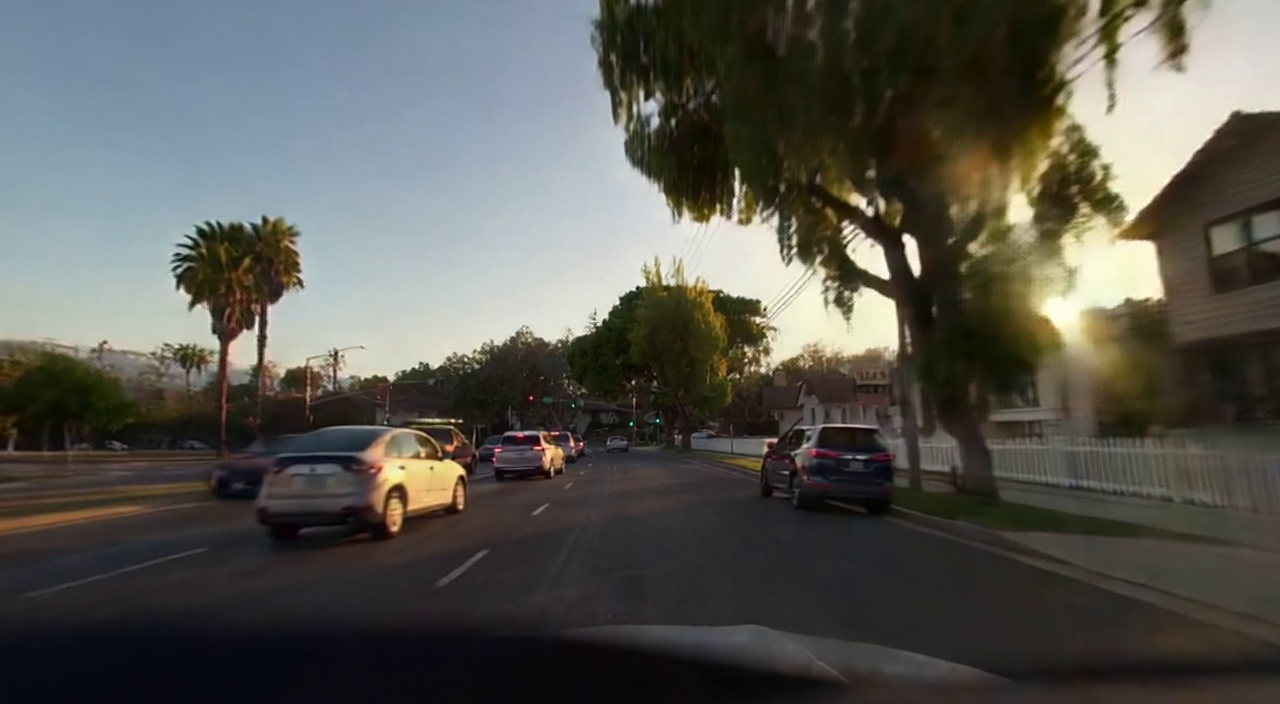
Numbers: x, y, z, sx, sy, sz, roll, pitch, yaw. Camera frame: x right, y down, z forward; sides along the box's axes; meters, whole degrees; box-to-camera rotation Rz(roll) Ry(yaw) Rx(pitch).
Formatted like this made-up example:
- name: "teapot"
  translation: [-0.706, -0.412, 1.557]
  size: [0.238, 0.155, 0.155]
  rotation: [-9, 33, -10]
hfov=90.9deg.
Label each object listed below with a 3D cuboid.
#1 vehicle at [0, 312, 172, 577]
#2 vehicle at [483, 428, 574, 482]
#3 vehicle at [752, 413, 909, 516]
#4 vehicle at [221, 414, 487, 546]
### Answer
- name: "vehicle"
  translation: [-6.941, 0.697, 4.659]
  size: [2.155, 2.399, 6.101]
  rotation: [-1, -8, 1]
- name: "vehicle"
  translation: [-3.661, 3.474, 21.645]
  size: [2.181, 1.636, 4.504]
  rotation: [-1, -8, 2]
- name: "vehicle"
  translation: [3.688, 2.247, 13.101]
  size: [1.801, 1.746, 4.325]
  rotation: [0, -8, -1]
- name: "vehicle"
  translation: [-3.996, 1.854, 9.809]
  size: [2.051, 1.572, 4.207]
  rotation: [-1, -8, 2]
